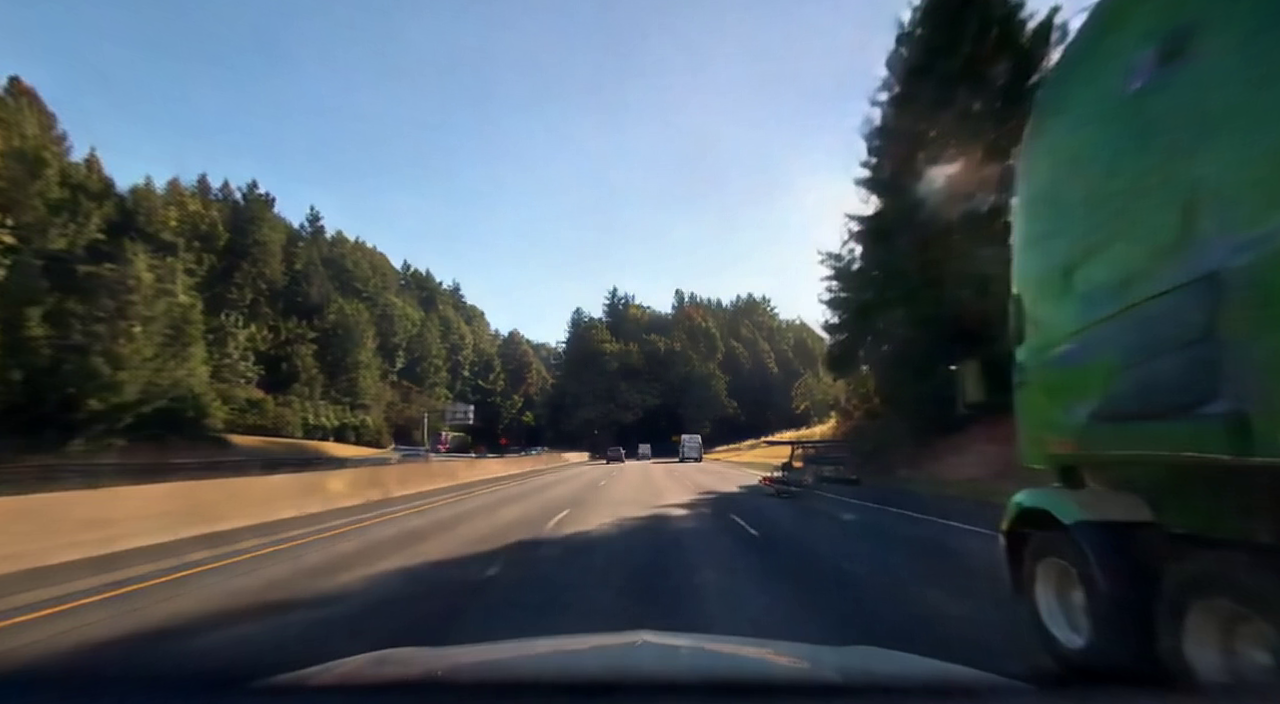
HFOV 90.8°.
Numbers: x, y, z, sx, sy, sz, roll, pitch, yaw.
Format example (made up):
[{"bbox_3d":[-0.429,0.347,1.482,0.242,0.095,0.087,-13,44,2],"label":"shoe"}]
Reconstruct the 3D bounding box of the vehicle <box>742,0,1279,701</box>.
[{"bbox_3d":[4.645,0.504,9.630,3.115,4.407,17.026,0,-9,-1],"label":"vehicle"}]

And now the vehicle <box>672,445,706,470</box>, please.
[{"bbox_3d":[3.307,7.142,42.979,2.019,1.601,3.953,0,-9,1],"label":"vehicle"}]
